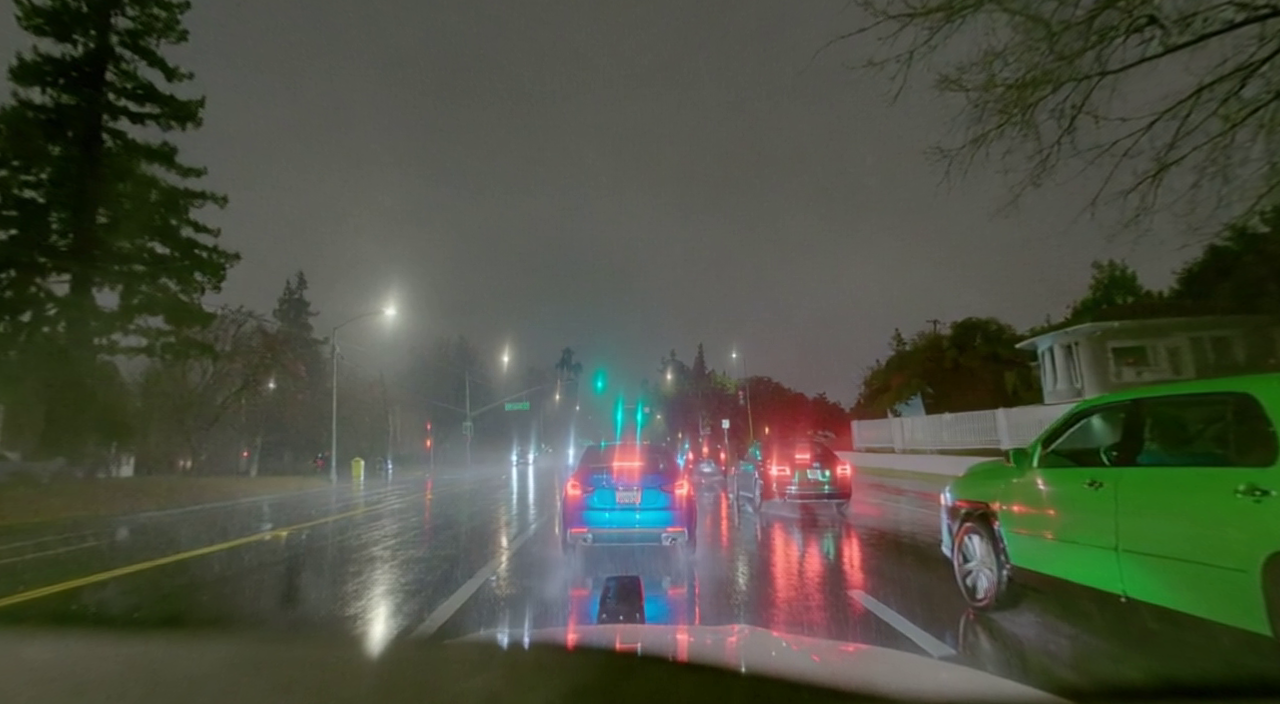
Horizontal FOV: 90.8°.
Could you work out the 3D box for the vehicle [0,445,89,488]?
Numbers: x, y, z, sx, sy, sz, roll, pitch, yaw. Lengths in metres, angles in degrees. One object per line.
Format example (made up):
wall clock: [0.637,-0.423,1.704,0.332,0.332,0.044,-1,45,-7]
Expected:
vehicle: [-22.580,4.083,22.625,4.092,1.438,1.639,-1,-8,1]

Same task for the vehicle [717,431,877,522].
vehicle: [2.940,2.453,13.033,1.971,1.517,4.521,0,-8,-2]

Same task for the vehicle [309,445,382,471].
vehicle: [-19.890,7.154,42.780,3.957,1.630,1.881,0,-8,0]

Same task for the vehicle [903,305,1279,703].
vehicle: [3.359,0.867,3.356,2.006,1.766,4.345,0,-8,0]

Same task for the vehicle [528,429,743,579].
vehicle: [-0.099,1.855,8.575,2.186,1.500,4.141,0,-8,-1]
